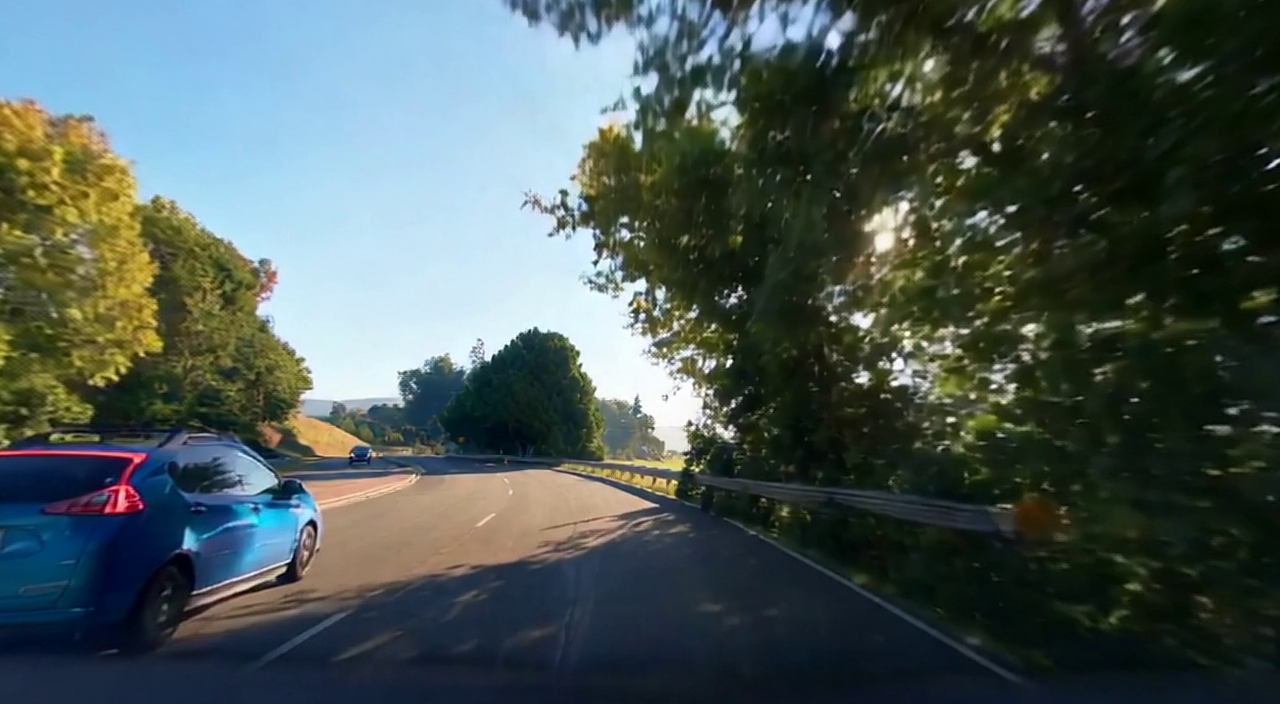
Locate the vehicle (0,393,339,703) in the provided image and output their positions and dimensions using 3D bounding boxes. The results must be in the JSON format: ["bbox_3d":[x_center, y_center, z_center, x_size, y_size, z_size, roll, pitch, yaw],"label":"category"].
[{"bbox_3d":[-4.423,1.324,5.261,2.078,1.607,3.959,1,-9,-4],"label":"vehicle"}]
